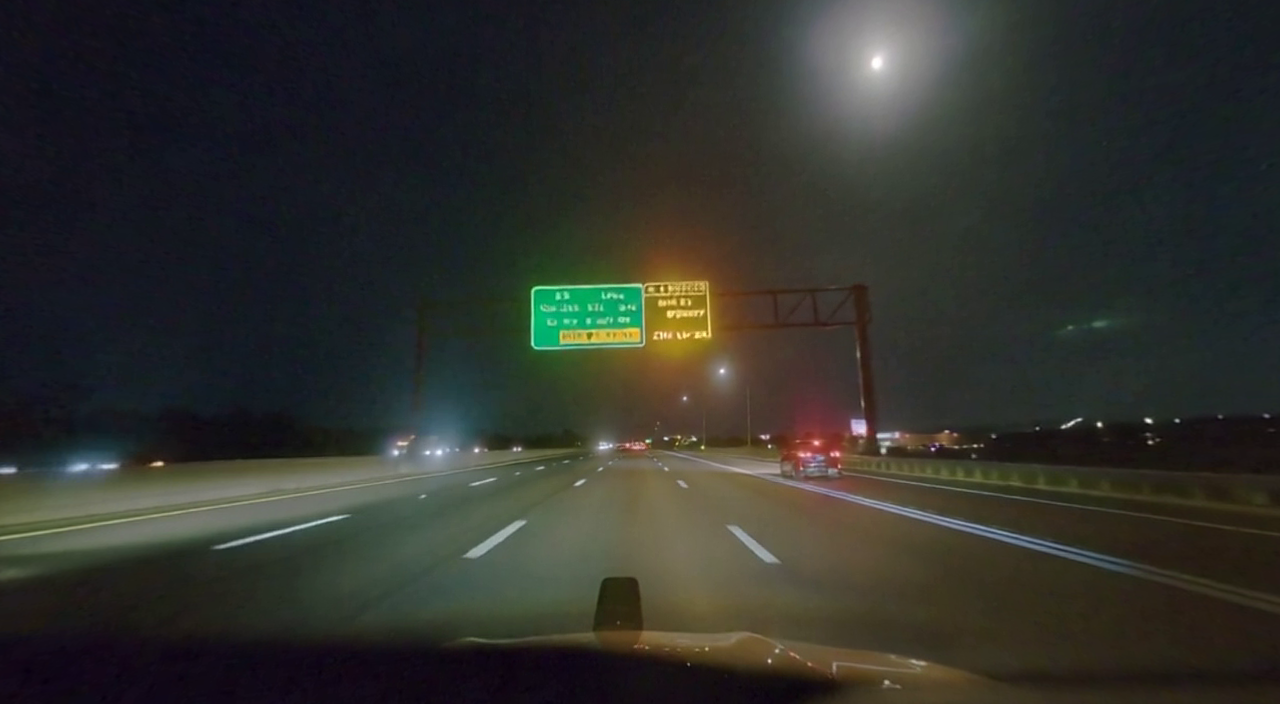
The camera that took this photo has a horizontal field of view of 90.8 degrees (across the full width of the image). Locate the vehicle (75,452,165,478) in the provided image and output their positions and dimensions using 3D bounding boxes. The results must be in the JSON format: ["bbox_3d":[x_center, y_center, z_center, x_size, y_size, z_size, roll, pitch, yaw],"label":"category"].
[{"bbox_3d":[-33.454,7.266,40.833,1.820,1.499,4.637,0,-8,0],"label":"vehicle"}]
